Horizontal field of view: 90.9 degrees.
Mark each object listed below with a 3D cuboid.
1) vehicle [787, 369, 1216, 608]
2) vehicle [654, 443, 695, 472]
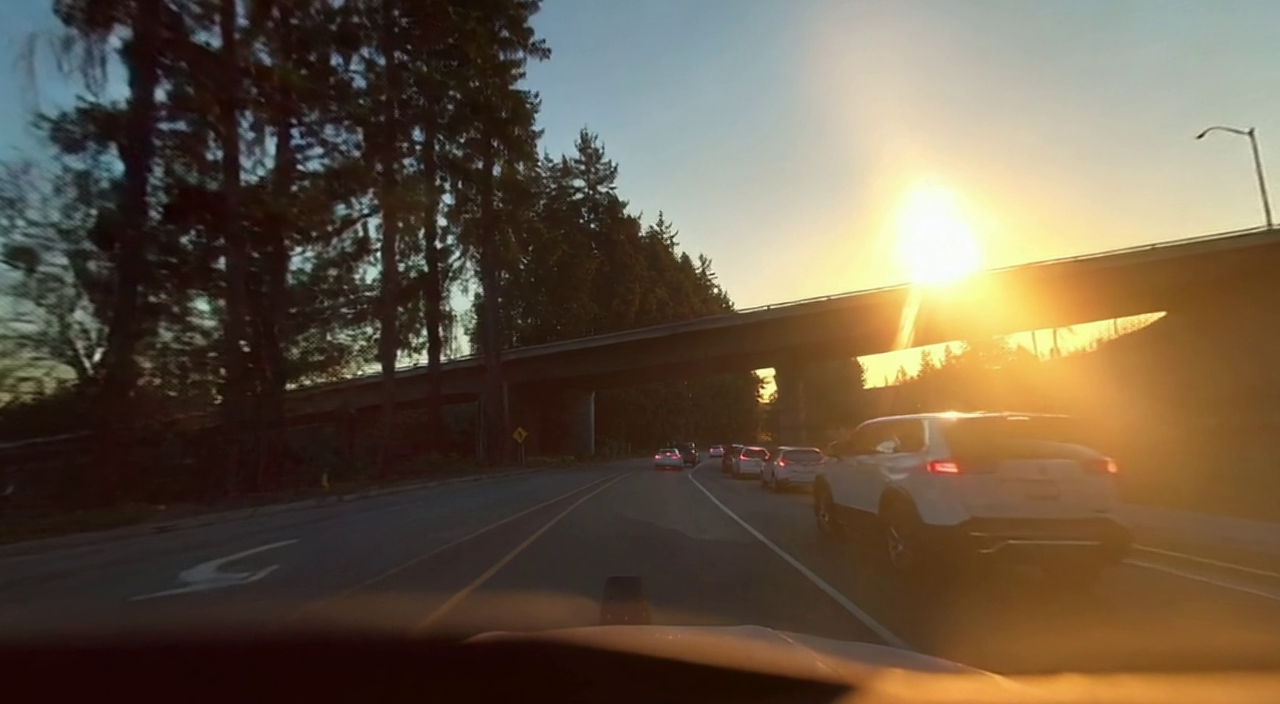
[{"bbox_3d":[3.516,1.462,7.637,2.273,1.944,4.866,0,-8,0],"label":"vehicle"},{"bbox_3d":[1.954,5.778,34.730,2.078,1.506,4.058,-1,-8,6],"label":"vehicle"}]
